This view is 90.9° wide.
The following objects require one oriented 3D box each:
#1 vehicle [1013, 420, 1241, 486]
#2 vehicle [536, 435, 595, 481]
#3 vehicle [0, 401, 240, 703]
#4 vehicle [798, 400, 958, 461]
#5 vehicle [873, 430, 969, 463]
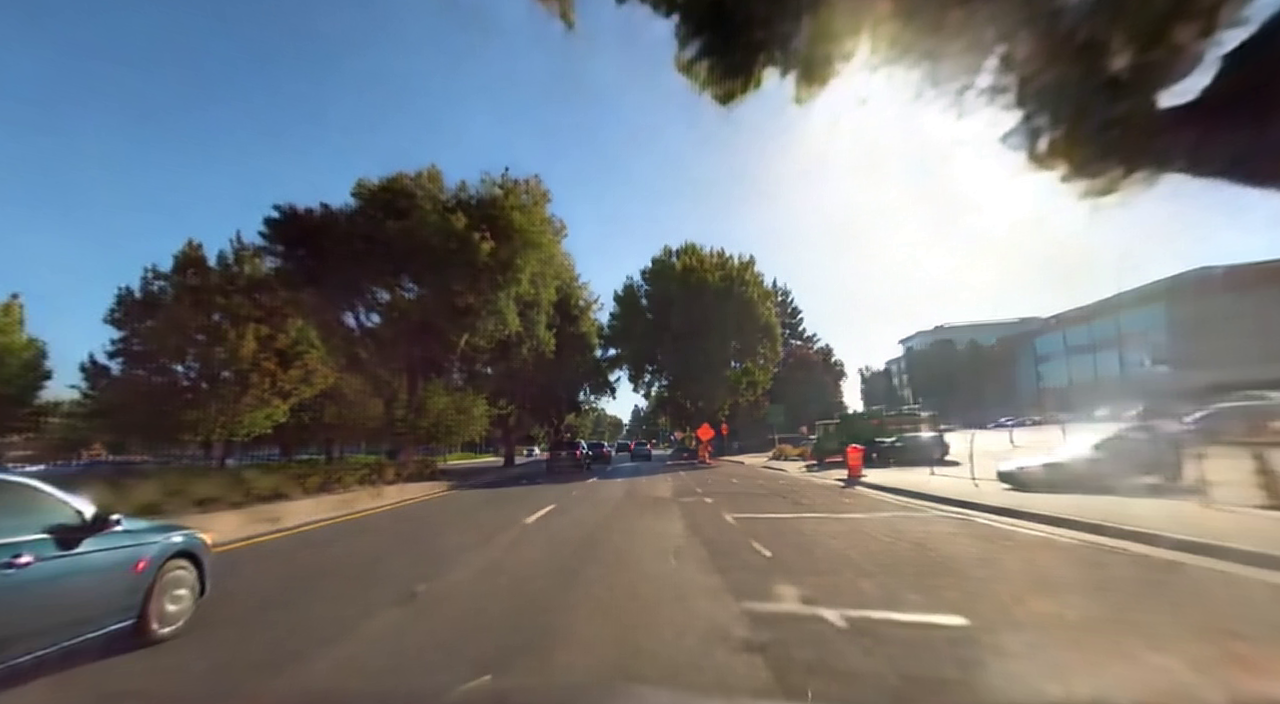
[{"bbox_3d":[13.809,2.900,18.351,4.804,1.695,2.055,-4,-9,26],"label":"vehicle"},{"bbox_3d":[-2.929,4.253,25.637,2.038,1.682,4.399,0,-8,-2],"label":"vehicle"},{"bbox_3d":[-4.020,0.988,2.884,1.856,1.540,3.733,0,-8,1],"label":"vehicle"},{"bbox_3d":[15.007,5.056,40.268,8.949,3.673,3.044,0,-8,-2],"label":"vehicle"},{"bbox_3d":[15.767,5.328,35.581,1.874,1.694,4.535,7,-11,-38],"label":"vehicle"}]
